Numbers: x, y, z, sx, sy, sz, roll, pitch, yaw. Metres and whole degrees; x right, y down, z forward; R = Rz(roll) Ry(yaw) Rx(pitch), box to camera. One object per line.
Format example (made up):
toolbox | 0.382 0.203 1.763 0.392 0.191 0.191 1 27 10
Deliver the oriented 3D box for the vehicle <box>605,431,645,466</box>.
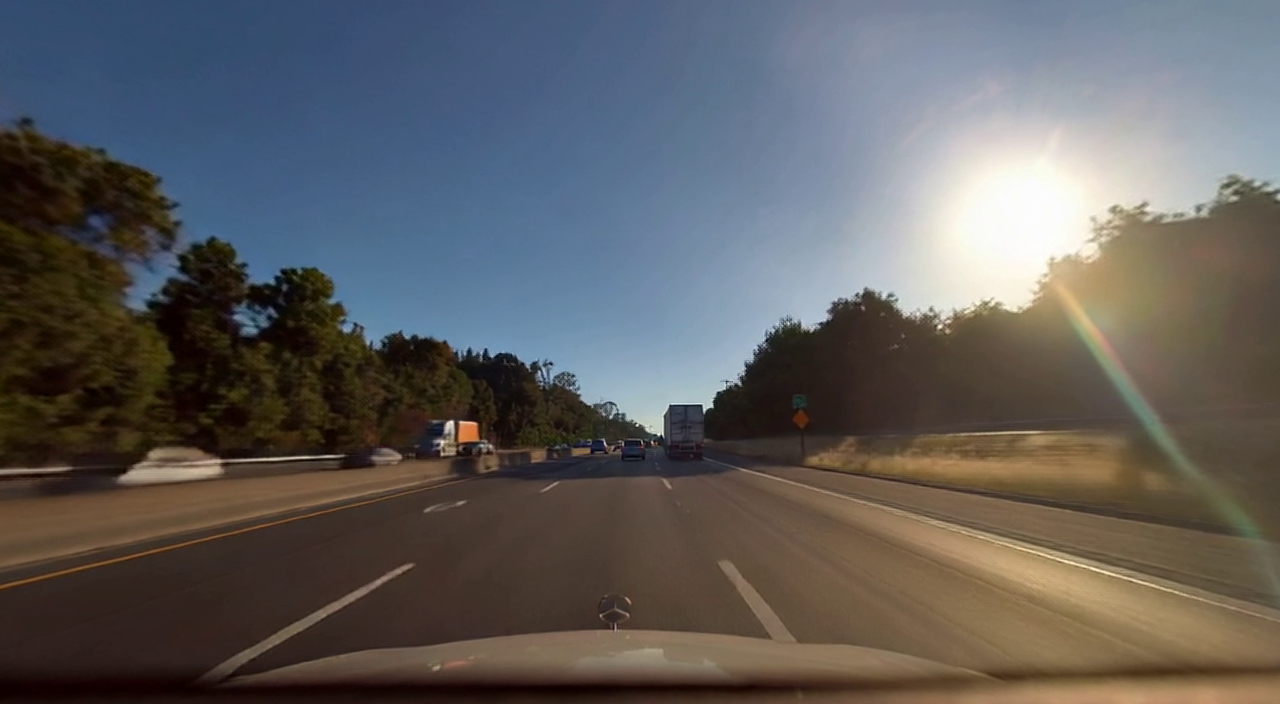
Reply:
vehicle | -0.819 5.712 37.525 2.211 1.933 4.315 -1 -8 0

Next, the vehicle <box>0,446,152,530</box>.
vehicle | -12.788 2.740 13.097 1.880 1.515 4.210 0 -8 0

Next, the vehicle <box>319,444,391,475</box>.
vehicle | -16.719 6.278 37.174 2.136 1.671 4.417 -1 -8 1
